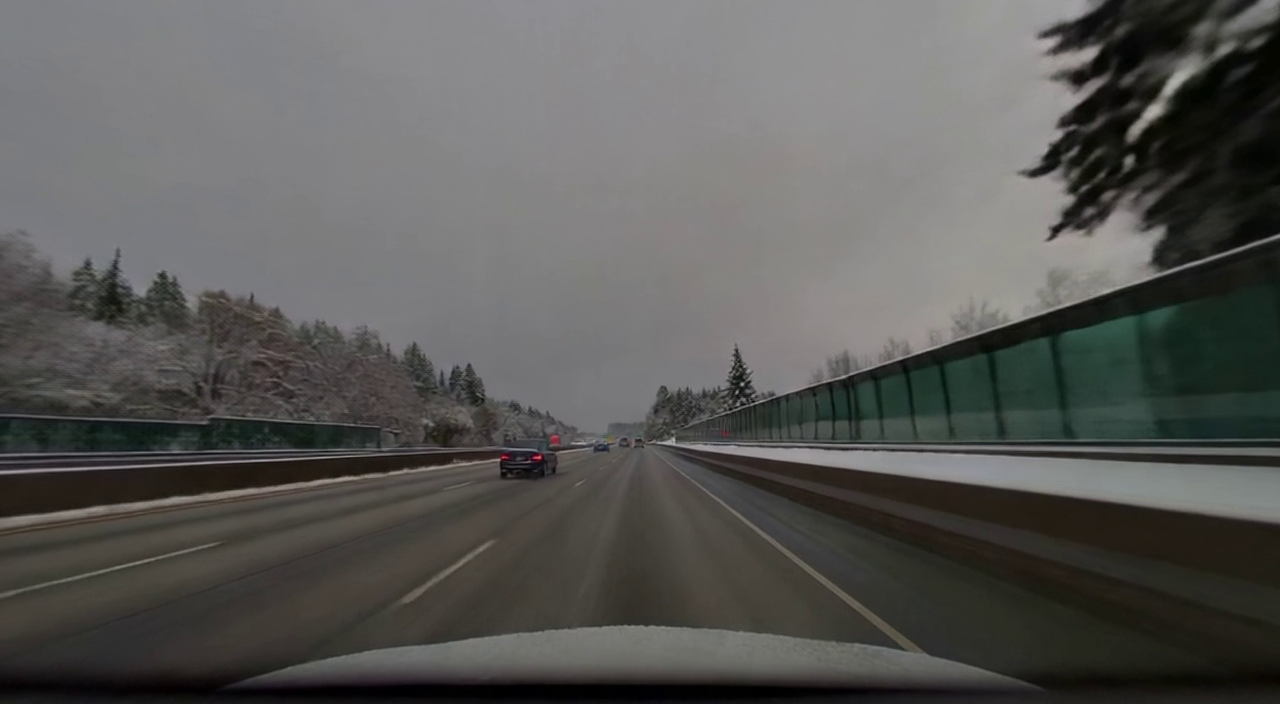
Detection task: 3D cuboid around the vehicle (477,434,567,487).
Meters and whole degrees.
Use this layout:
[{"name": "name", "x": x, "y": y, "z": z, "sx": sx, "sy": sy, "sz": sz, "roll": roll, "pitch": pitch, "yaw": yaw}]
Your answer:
[{"name": "vehicle", "x": -3.726, "y": 3.506, "z": 20.595, "sx": 2.059, "sy": 1.541, "sz": 4.296, "roll": 0, "pitch": -8, "yaw": 1}]
